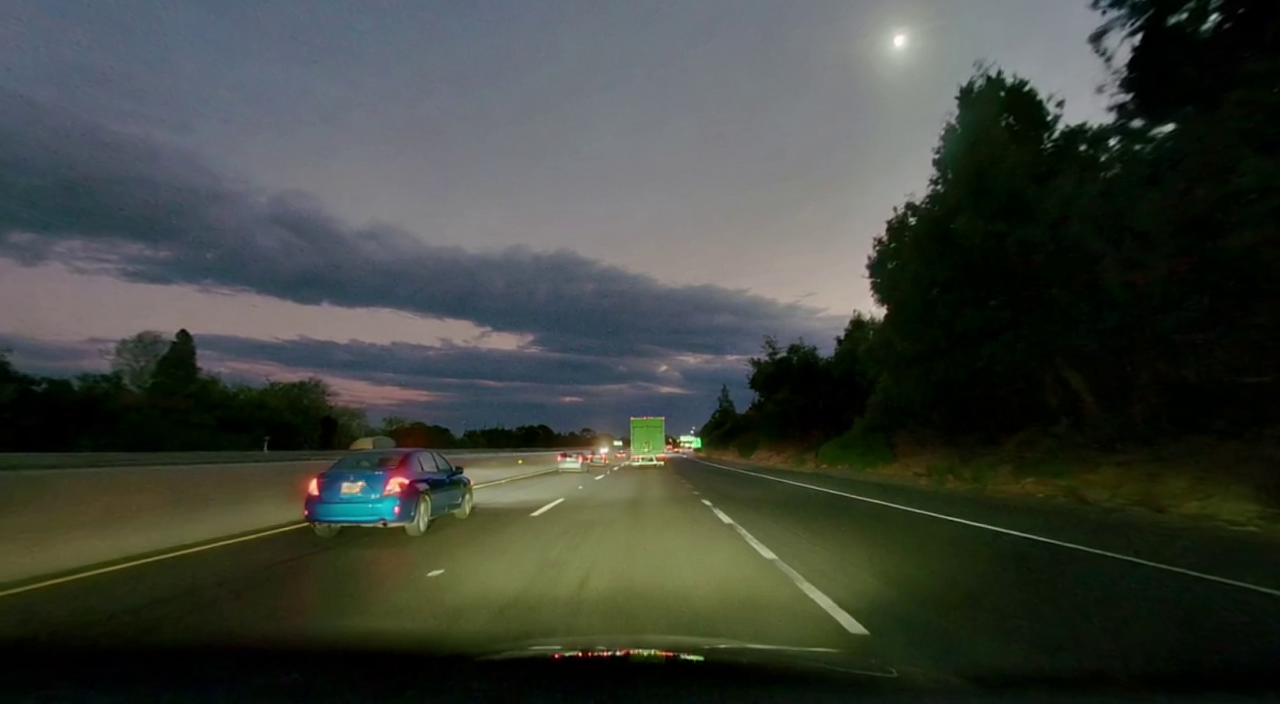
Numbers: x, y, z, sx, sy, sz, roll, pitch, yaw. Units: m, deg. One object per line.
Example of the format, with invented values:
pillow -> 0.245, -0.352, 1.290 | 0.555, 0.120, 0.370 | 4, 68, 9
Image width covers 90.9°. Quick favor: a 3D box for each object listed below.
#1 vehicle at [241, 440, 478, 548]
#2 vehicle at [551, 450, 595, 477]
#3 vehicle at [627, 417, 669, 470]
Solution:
vehicle -> -4.409, 2.287, 10.871 | 2.010, 1.461, 4.391 | 0, -9, 1
vehicle -> -3.755, 6.297, 35.963 | 1.981, 1.435, 4.199 | 0, -9, 1
vehicle -> 0.533, 7.014, 48.099 | 2.893, 3.628, 9.081 | 0, -9, 0
